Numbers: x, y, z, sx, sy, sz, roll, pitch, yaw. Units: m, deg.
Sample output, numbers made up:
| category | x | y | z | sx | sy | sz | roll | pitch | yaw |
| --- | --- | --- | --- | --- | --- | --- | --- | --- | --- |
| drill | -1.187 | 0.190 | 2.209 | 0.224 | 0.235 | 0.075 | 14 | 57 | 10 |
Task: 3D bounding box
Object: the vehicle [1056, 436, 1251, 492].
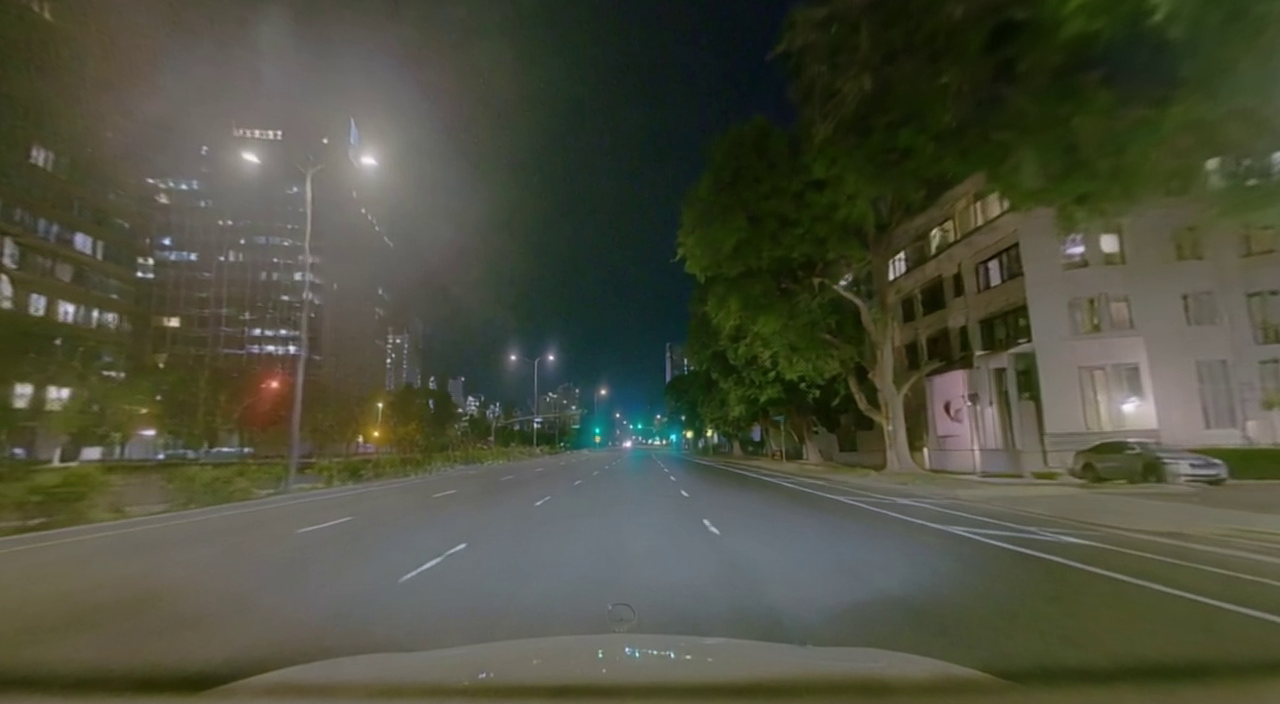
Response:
| category | x | y | z | sx | sy | sz | roll | pitch | yaw |
| --- | --- | --- | --- | --- | --- | --- | --- | --- | --- |
| vehicle | 15.477 | 3.374 | 19.405 | 1.931 | 1.475 | 4.671 | 0 | -8 | -3 |
